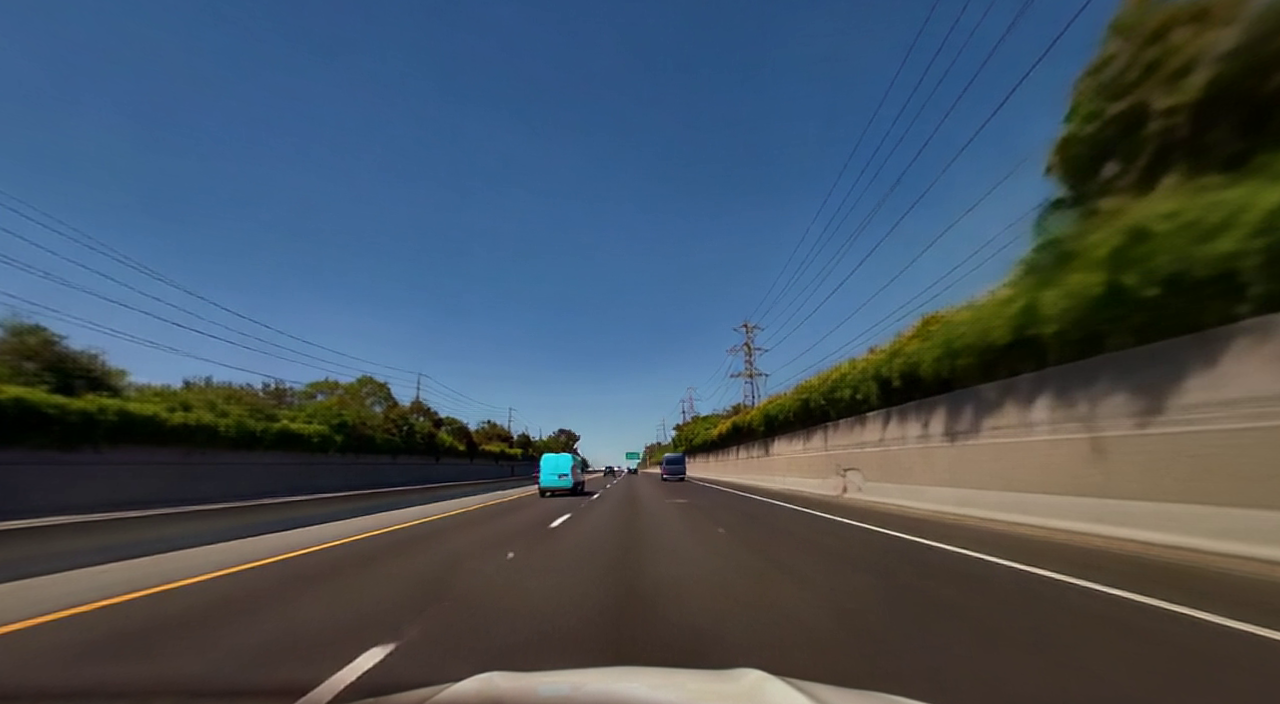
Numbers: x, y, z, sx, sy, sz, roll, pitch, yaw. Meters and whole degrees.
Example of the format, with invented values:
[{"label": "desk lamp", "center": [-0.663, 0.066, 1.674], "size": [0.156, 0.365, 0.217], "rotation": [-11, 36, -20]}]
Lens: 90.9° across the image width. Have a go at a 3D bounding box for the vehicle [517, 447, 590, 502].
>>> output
[{"label": "vehicle", "center": [-3.428, 5.021, 25.945], "size": [2.324, 2.008, 4.654], "rotation": [1, -11, 0]}]
